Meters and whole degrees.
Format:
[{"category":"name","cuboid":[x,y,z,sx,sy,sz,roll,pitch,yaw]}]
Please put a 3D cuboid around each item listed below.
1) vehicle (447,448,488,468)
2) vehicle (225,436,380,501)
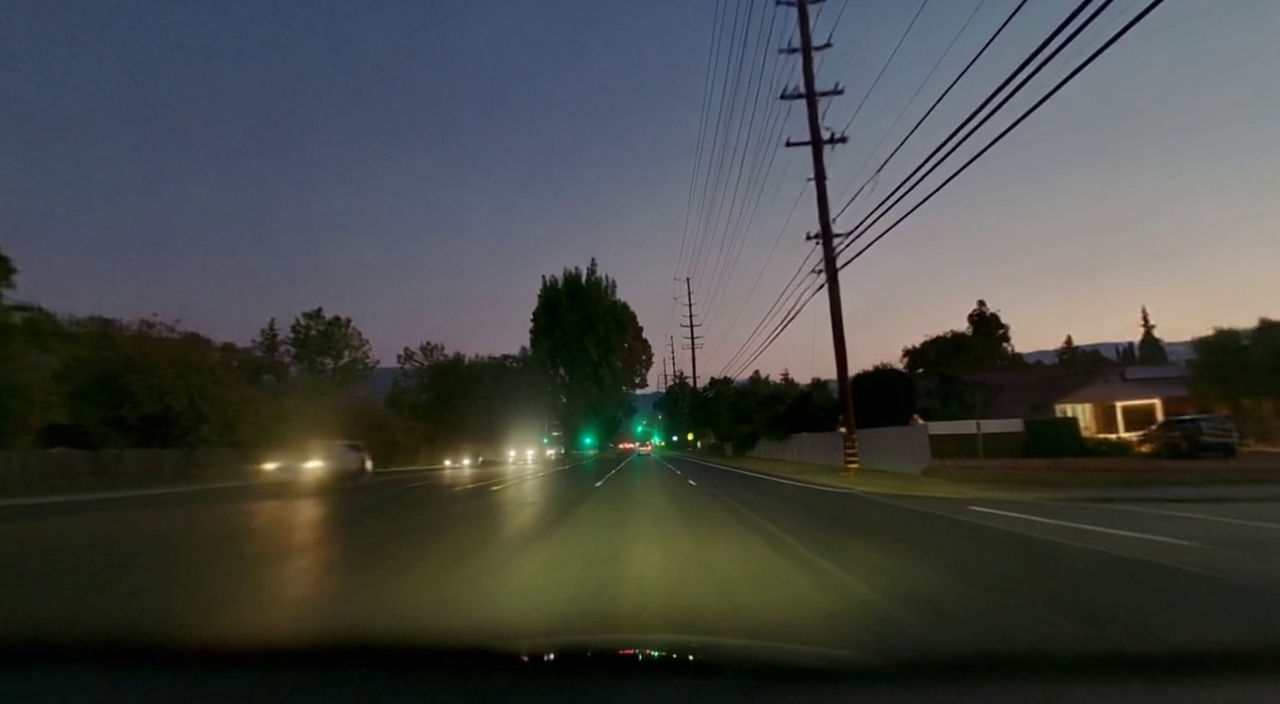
[{"category":"vehicle","cuboid":[-13.213,8.123,48.278,1.821,1.453,4.459,0,-8,1]},{"category":"vehicle","cuboid":[-9.925,3.443,19.000,2.111,1.718,4.465,0,-8,1]}]
